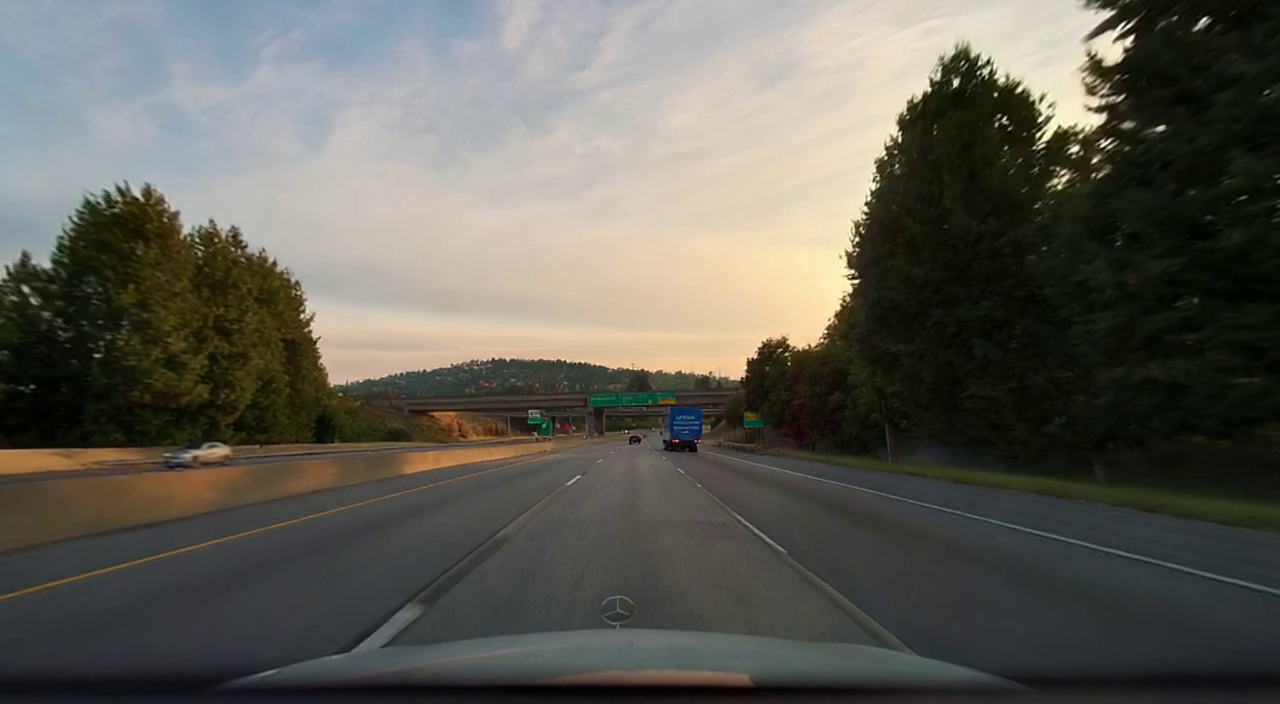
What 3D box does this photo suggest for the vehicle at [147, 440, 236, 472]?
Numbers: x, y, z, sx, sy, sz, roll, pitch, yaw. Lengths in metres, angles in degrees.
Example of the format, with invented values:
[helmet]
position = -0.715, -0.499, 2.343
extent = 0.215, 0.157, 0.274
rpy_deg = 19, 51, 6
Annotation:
[vehicle]
position = -24.317, 5.626, 34.374
extent = 1.870, 1.581, 4.166
rpy_deg = 0, -8, -1
